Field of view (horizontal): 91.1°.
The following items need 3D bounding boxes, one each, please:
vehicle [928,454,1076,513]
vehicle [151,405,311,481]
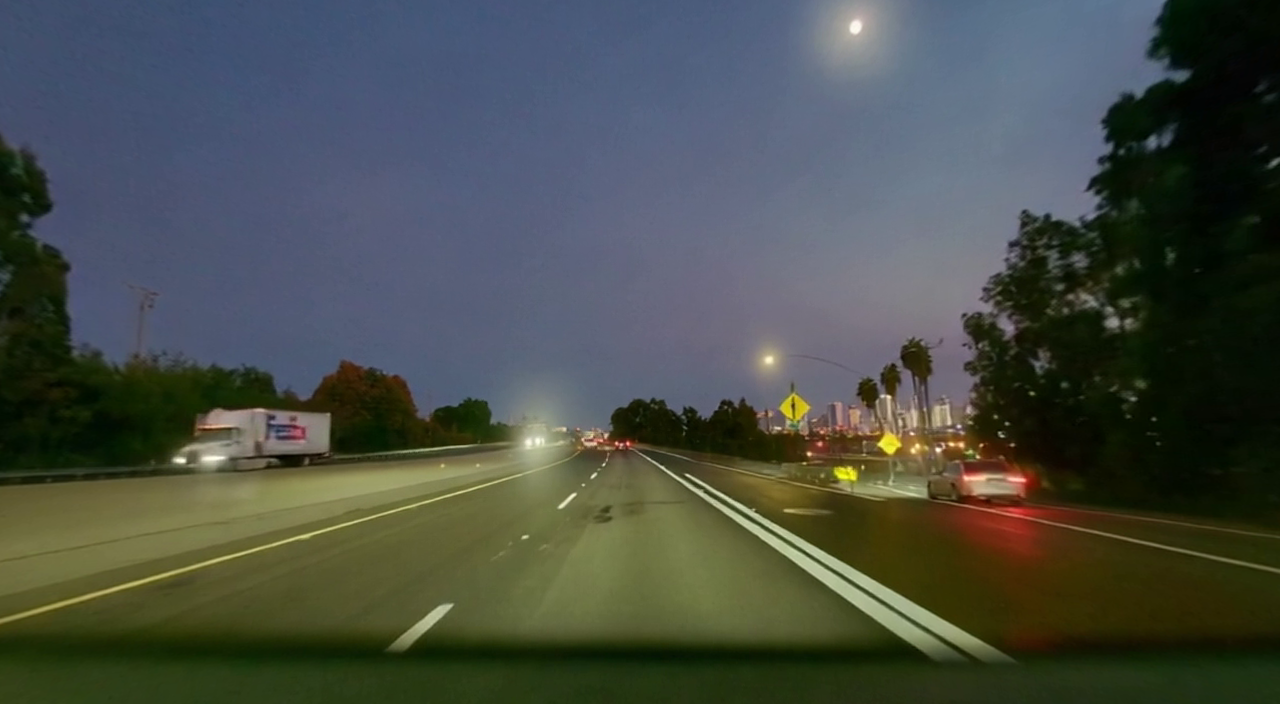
[{"bbox_3d":[10.818,3.948,19.291,2.037,1.487,4.962,1,-10,6],"label":"vehicle"},{"bbox_3d":[-17.779,4.066,27.971,2.463,2.938,7.002,0,-8,-1],"label":"vehicle"}]
